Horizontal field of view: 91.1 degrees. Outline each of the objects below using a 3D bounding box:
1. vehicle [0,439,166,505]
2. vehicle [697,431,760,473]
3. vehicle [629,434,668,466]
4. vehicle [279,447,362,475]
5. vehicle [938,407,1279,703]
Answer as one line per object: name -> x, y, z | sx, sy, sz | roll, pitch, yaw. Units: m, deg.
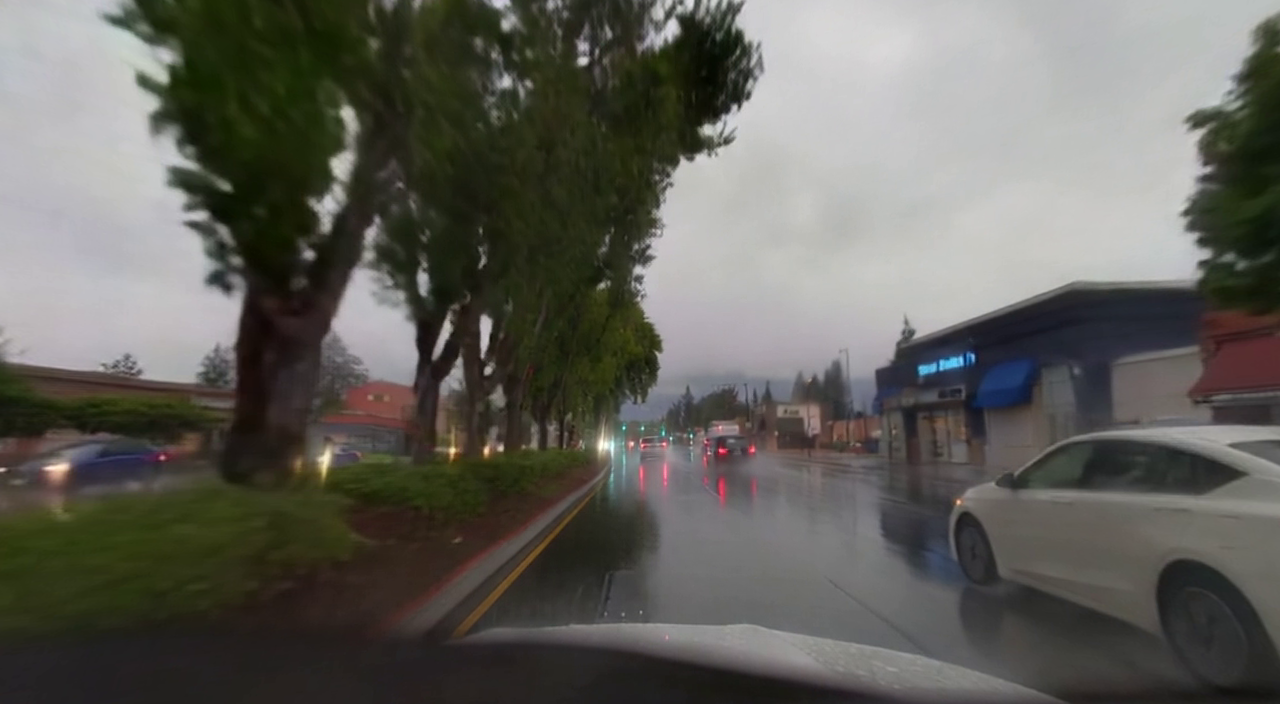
vehicle -> -18.899, 3.878, 20.824 | 2.488, 1.752, 4.991 | -3, -6, 1
vehicle -> 3.777, 4.376, 27.595 | 2.115, 1.692, 4.189 | 0, -8, -1
vehicle -> 0.435, 5.565, 35.853 | 2.098, 1.682, 3.778 | 0, -8, 0
vehicle -> -18.968, 6.485, 37.599 | 2.280, 1.489, 5.106 | 0, -8, 1
vehicle -> 3.911, 1.133, 3.902 | 1.908, 1.463, 4.506 | 0, -8, 0
